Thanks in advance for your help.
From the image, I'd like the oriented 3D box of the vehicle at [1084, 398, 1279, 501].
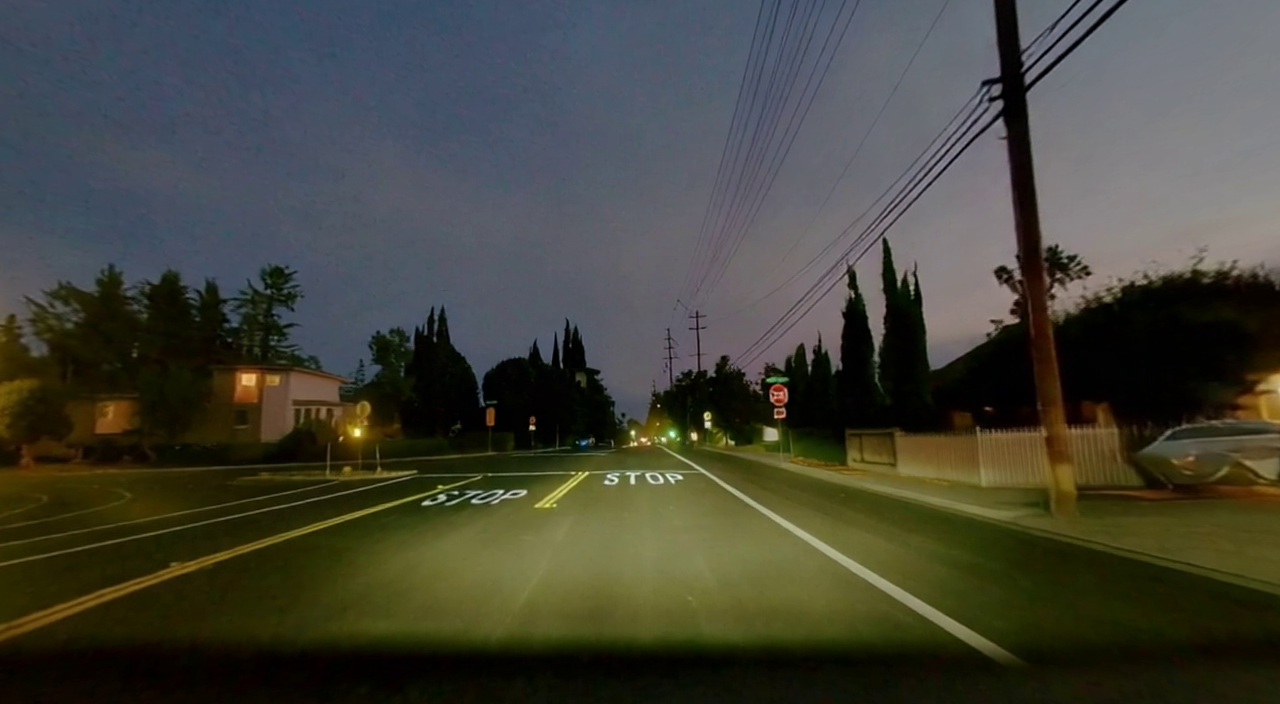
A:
[{"bbox_3d":[10.155,1.568,10.288,4.341,1.494,1.978,0,-9,-1],"label":"vehicle"}]
